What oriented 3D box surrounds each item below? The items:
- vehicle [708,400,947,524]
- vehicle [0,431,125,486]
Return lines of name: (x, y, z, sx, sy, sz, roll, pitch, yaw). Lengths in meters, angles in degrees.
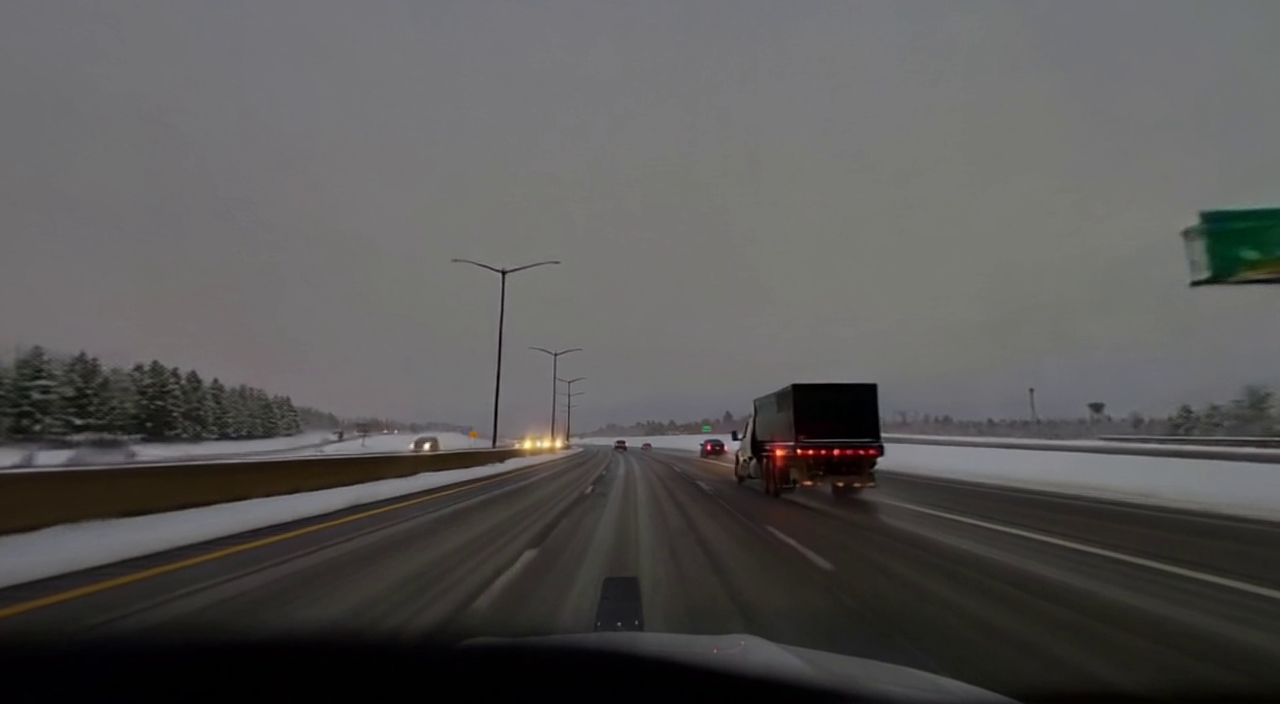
vehicle: (3.577, 2.419, 14.580, 2.981, 2.053, 7.897, 1, -8, -1)
vehicle: (-21.580, 3.779, 22.792, 2.044, 1.751, 4.667, 1, -8, -1)
